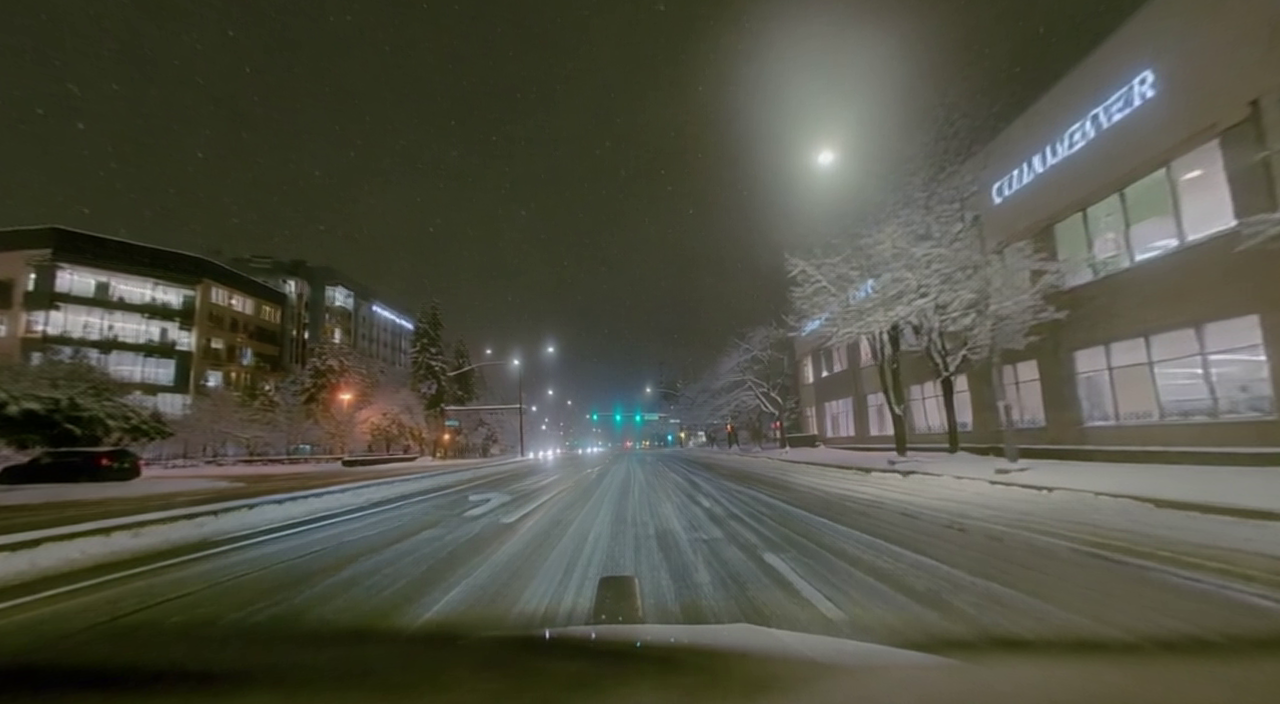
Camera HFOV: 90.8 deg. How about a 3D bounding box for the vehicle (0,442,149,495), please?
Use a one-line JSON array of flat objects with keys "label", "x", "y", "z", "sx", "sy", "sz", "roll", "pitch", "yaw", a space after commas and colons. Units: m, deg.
[{"label": "vehicle", "x": -29.705, "y": 6.062, "z": 32.665, "sx": 6.271, "sy": 2.087, "sz": 2.748, "roll": -4, "pitch": -14, "yaw": 0}]
